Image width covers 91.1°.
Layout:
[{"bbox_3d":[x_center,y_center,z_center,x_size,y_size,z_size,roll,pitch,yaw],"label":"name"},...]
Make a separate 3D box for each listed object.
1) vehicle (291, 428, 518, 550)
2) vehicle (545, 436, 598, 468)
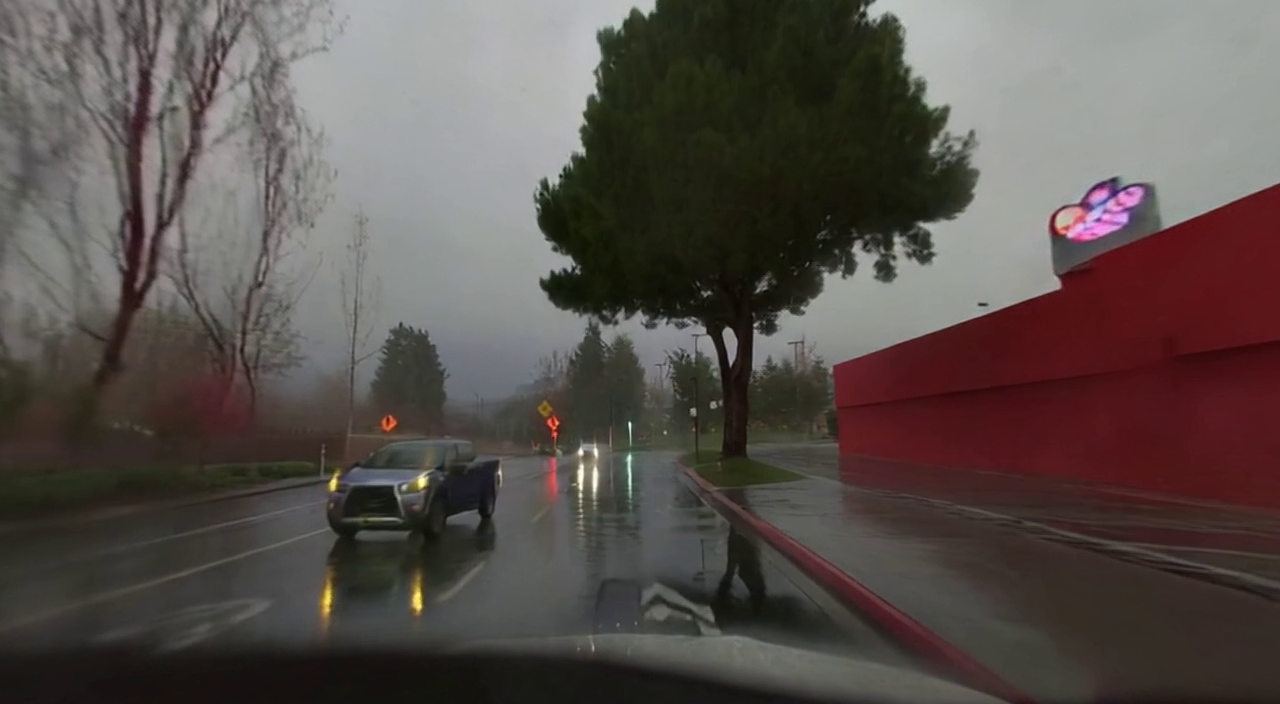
[{"bbox_3d":[-3.313,1.973,9.933,1.853,1.478,4.381,0,-8,1],"label":"vehicle"},{"bbox_3d":[-3.208,4.753,30.173,1.962,1.424,4.289,0,-8,2],"label":"vehicle"}]
